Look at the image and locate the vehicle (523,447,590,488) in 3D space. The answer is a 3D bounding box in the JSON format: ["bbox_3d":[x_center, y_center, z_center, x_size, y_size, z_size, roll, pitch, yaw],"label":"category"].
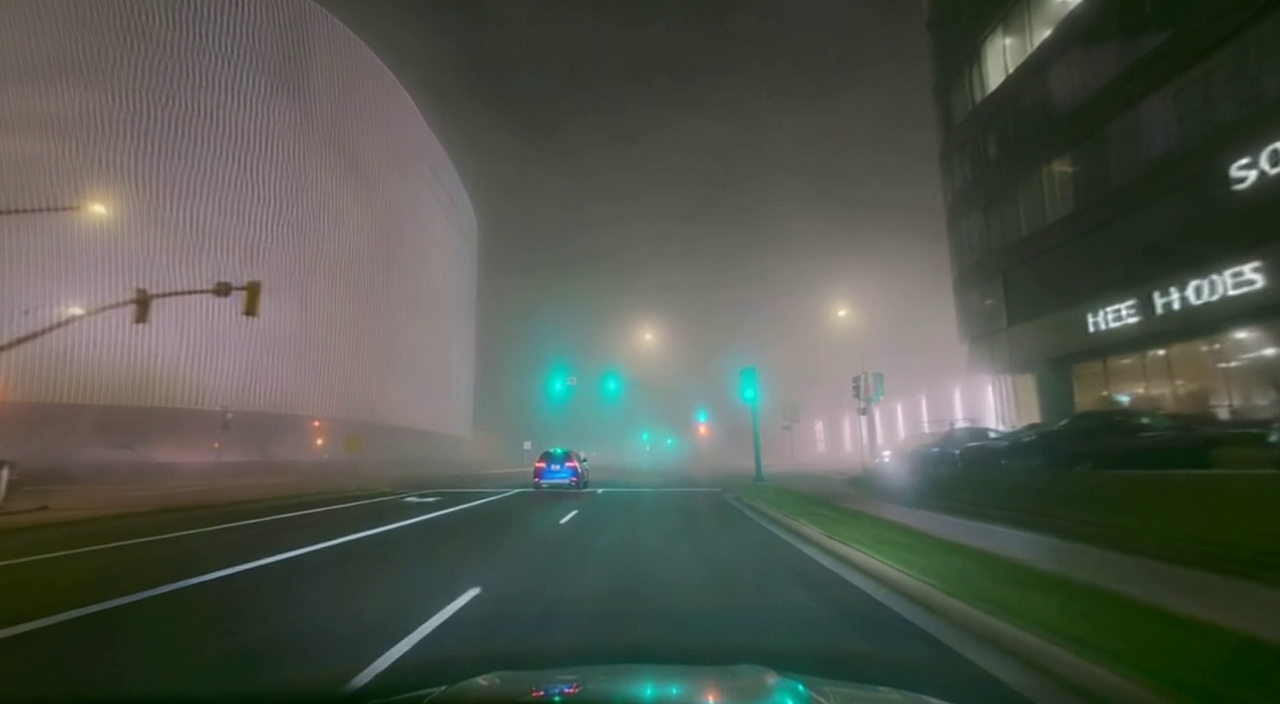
[{"bbox_3d":[-3.248,4.614,25.429,1.971,1.486,4.380,-1,-9,2],"label":"vehicle"}]

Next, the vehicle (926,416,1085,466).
[{"bbox_3d":[12.238,3.016,21.284,4.120,1.558,1.959,0,-9,-1],"label":"vehicle"}]
